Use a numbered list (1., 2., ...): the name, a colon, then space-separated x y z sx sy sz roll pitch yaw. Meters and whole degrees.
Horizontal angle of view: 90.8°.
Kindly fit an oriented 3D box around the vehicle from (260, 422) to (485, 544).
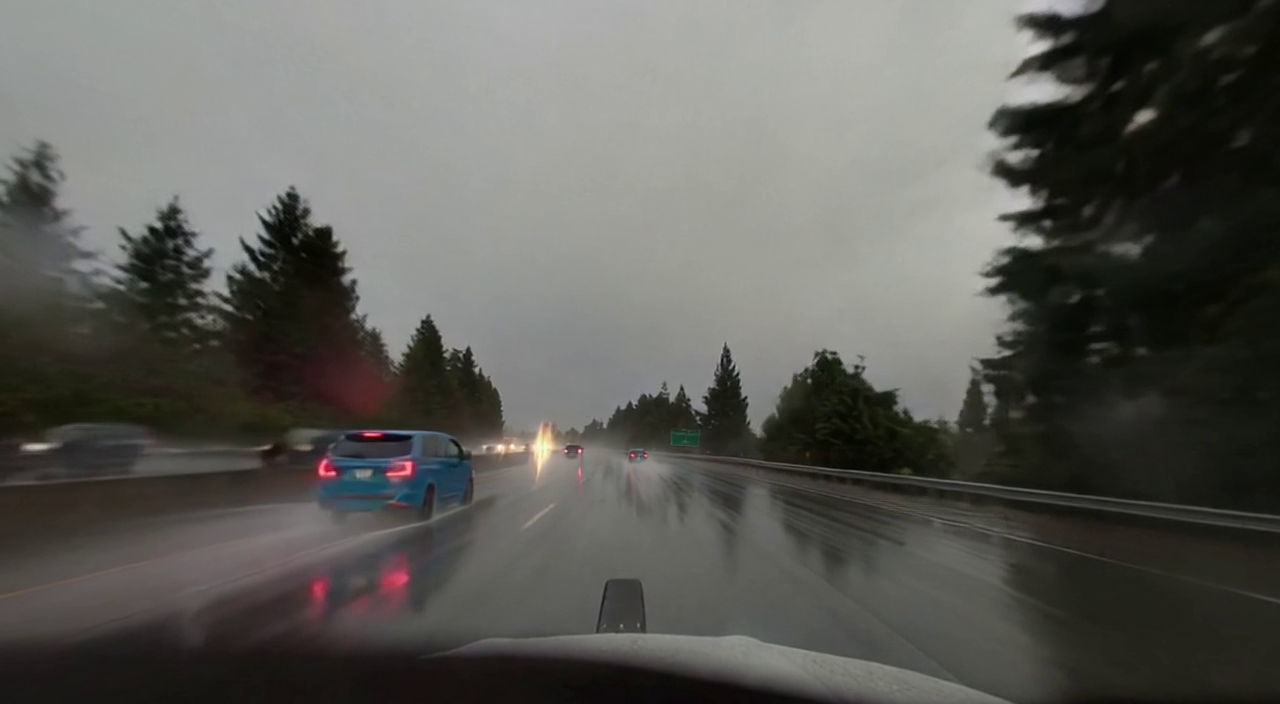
1. vehicle: -4.230 2.128 10.880 2.088 1.675 4.108 0 -9 -1

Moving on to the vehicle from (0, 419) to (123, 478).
1. vehicle: -17.455 2.724 17.836 1.846 1.488 4.503 0 -9 -1

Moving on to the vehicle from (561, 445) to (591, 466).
1. vehicle: -4.982 8.126 49.735 2.054 1.500 4.469 0 -9 -2

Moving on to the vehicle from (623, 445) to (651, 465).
1. vehicle: -0.255 7.912 48.484 2.008 1.499 3.192 0 -9 -3
